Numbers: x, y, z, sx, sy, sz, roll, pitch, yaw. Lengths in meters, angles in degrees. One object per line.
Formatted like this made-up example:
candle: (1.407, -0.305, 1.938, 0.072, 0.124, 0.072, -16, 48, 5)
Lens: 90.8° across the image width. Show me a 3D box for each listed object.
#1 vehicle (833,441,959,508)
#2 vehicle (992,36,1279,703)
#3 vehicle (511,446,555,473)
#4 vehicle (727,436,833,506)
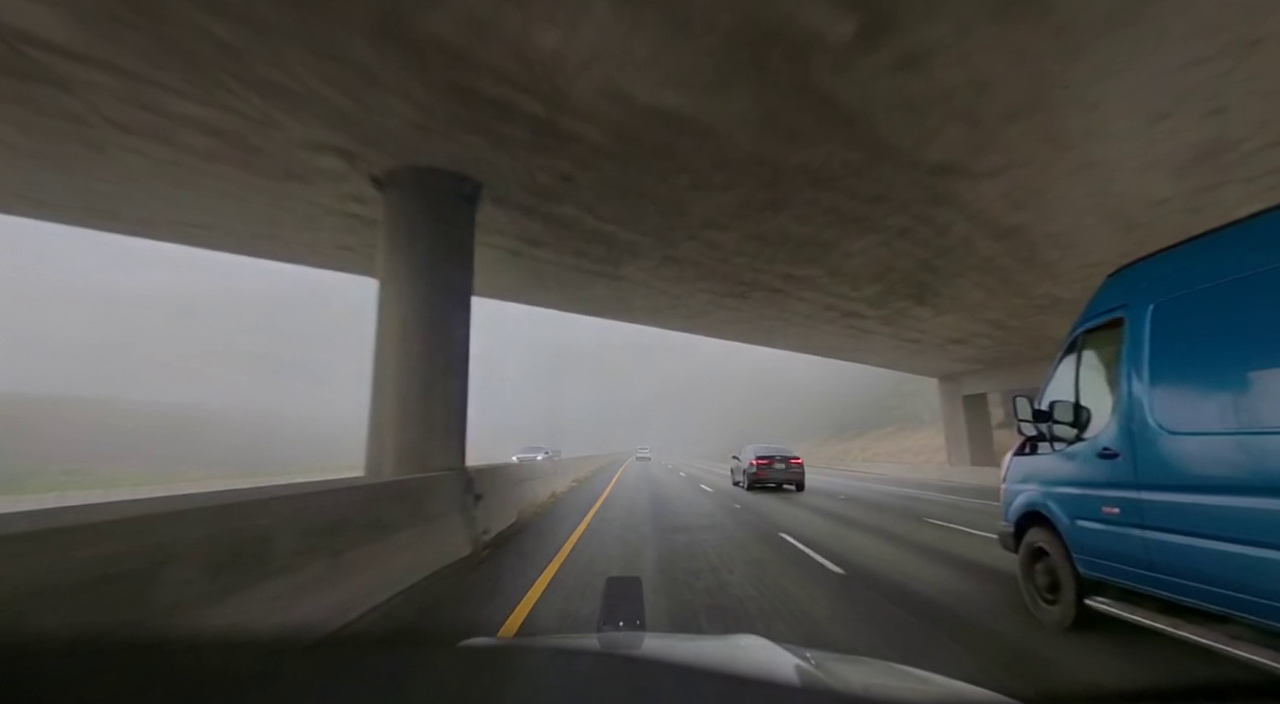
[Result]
vehicle: (7.590, 3.646, 19.249, 2.001, 1.791, 4.161, 0, -9, -1)
vehicle: (3.968, 0.017, 1.163, 2.460, 3.155, 6.902, 0, -9, -1)
vehicle: (-7.226, 7.299, 42.909, 2.136, 1.714, 4.507, 0, -9, 1)
vehicle: (3.822, 3.331, 18.063, 2.009, 1.731, 4.149, 0, -9, -1)
